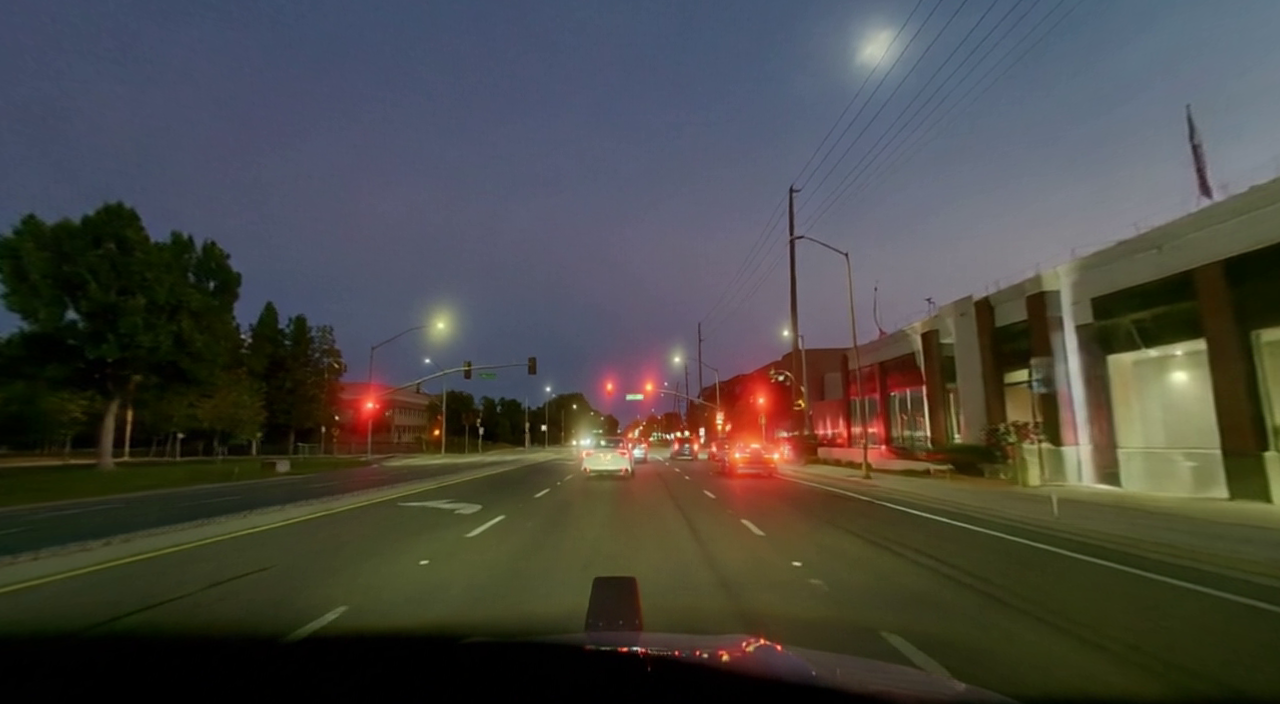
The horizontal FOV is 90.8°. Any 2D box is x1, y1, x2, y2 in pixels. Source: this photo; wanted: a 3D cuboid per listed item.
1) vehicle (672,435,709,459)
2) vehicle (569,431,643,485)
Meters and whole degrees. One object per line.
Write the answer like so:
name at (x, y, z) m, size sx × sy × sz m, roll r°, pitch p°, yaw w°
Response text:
vehicle at (3.314, 6.388, 42.478) m, size 1.945 × 1.470 × 4.363 m, roll 0°, pitch -8°, yaw -2°
vehicle at (-0.960, 3.262, 19.649) m, size 2.075 × 1.470 × 3.962 m, roll 0°, pitch -8°, yaw 0°
